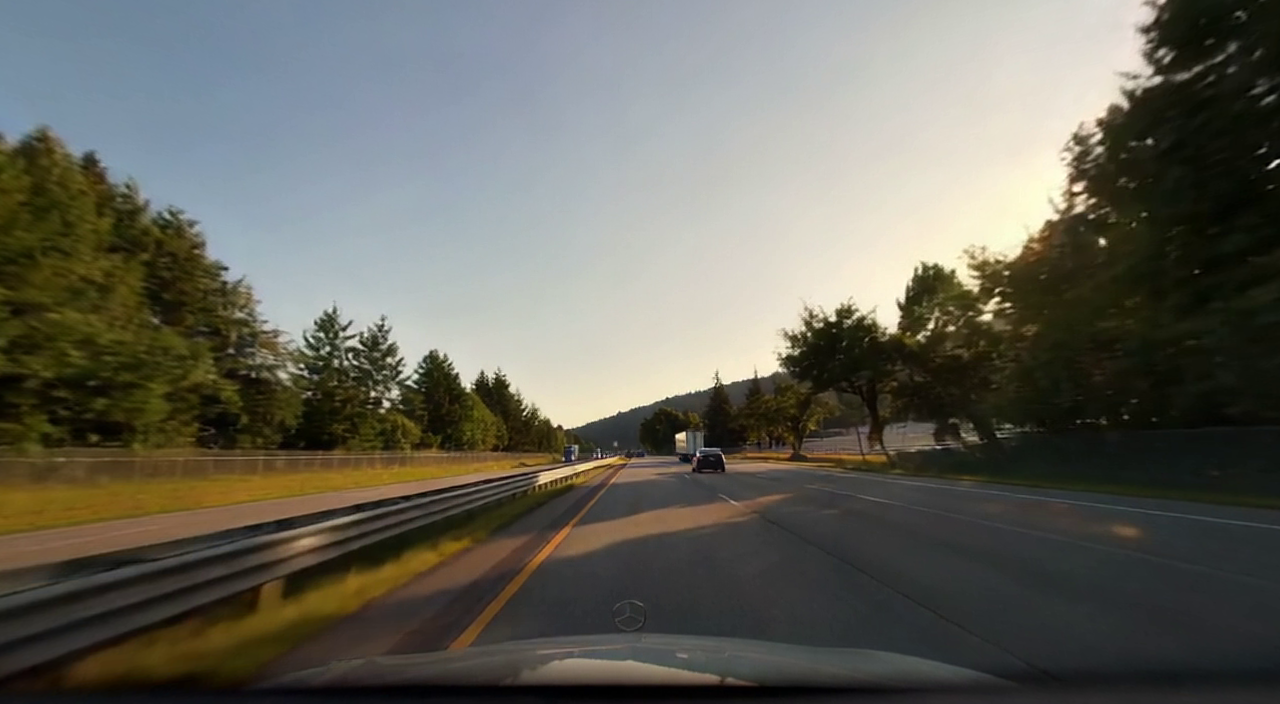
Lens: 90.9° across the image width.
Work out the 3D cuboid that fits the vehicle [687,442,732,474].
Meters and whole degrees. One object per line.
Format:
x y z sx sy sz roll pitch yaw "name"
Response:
3.990 6.222 36.999 2.093 1.742 4.167 0 -9 -1 "vehicle"
